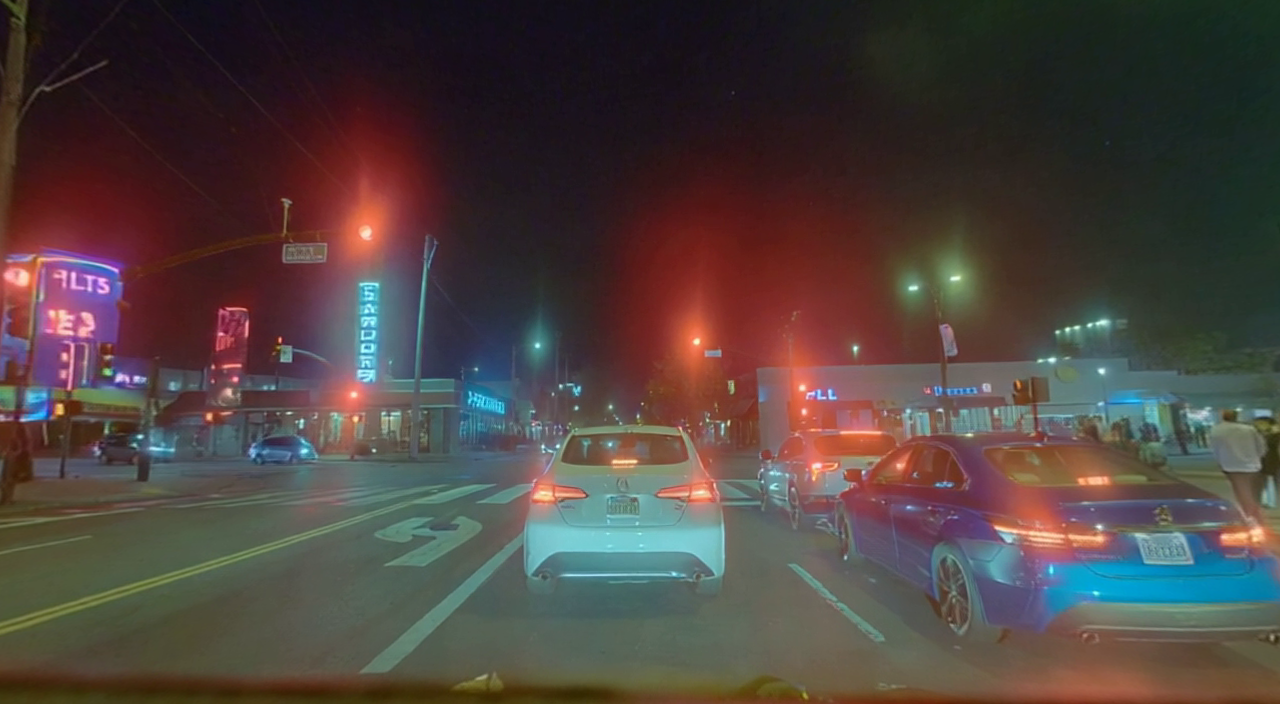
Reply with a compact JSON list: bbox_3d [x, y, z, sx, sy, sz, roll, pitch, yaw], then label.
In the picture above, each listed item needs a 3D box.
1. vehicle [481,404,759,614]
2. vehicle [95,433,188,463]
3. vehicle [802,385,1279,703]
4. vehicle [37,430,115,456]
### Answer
[{"bbox_3d":[-0.149,1.550,7.253,2.123,1.589,4.702,0,-8,0],"label":"vehicle"},{"bbox_3d":[-27.587,5.312,34.950,4.253,1.570,2.132,-4,-9,23],"label":"vehicle"},{"bbox_3d":[3.018,1.314,5.444,1.983,1.654,4.354,0,-8,-1],"label":"vehicle"},{"bbox_3d":[-40.341,6.536,45.209,5.003,1.799,2.066,-4,-9,23],"label":"vehicle"}]
